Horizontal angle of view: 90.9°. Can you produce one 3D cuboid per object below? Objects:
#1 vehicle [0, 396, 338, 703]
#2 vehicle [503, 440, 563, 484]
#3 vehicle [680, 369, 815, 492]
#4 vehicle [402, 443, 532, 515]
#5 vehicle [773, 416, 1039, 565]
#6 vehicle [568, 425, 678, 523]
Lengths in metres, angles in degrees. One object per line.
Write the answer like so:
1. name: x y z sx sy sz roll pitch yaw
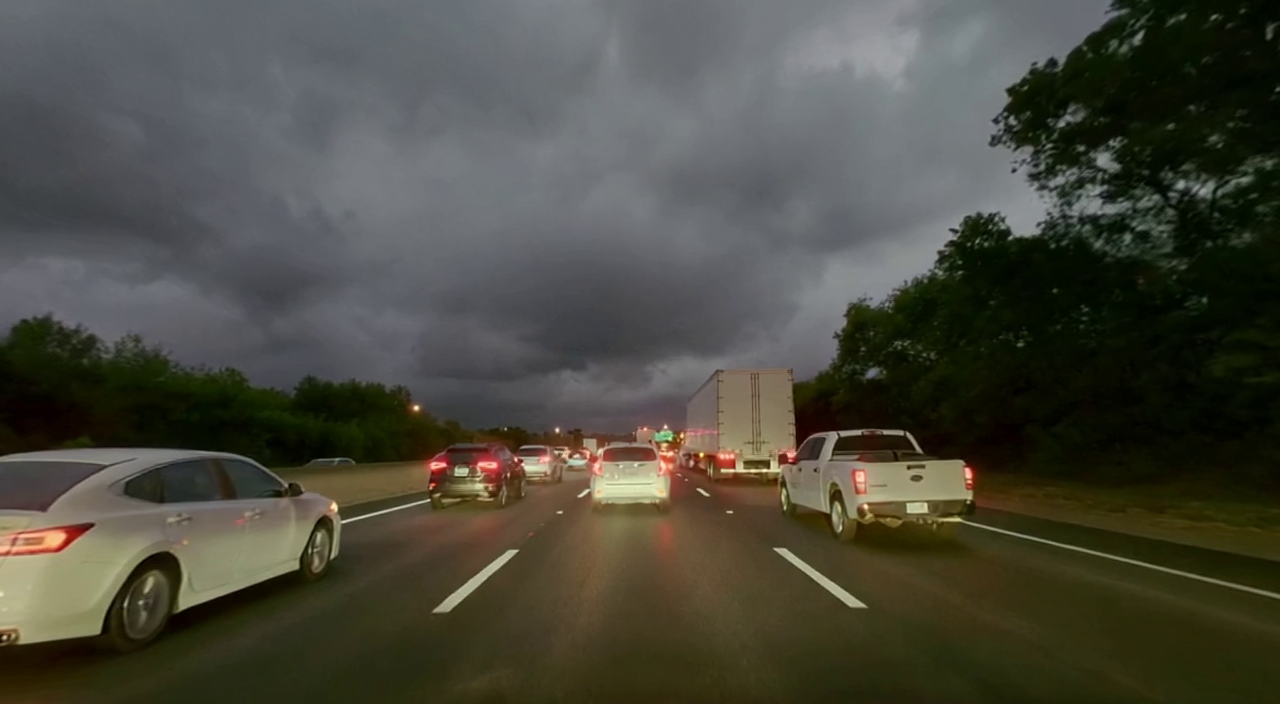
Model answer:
1. vehicle: -4.290 1.309 5.012 1.789 1.620 3.841 0 -9 1
2. vehicle: -4.655 4.856 28.000 1.959 1.808 3.790 0 -9 1
3. vehicle: 4.098 3.807 28.976 3.186 4.111 15.553 0 -9 -1
4. vehicle: -4.034 3.031 15.534 1.923 1.503 4.293 0 -9 1
5. vehicle: 3.672 2.009 9.906 2.076 1.751 4.666 0 -9 -1
6. vehicle: -0.324 2.599 13.866 2.037 1.792 4.194 0 -9 0
